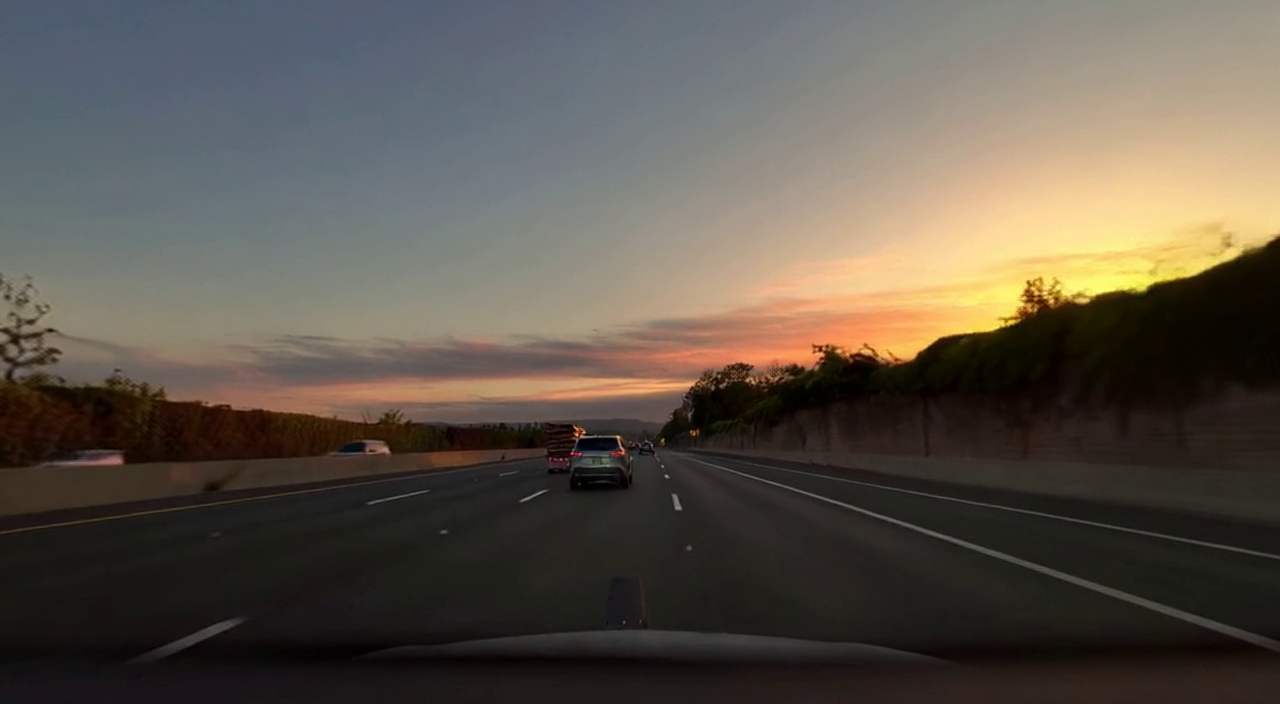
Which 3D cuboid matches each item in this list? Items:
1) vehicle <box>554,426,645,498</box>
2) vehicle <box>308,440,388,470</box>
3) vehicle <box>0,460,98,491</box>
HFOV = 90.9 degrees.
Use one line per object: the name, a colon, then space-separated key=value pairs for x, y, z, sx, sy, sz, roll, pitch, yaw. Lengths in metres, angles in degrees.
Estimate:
vehicle: x=-0.998 y=3.059 z=17.910 sx=2.114 sy=1.787 sz=4.365 roll=-1 pitch=-8 yaw=2
vehicle: x=-17.886 y=6.320 z=39.007 sx=2.144 sy=1.686 sz=5.596 roll=0 pitch=-8 yaw=2
vehicle: x=-32.464 y=6.691 z=34.357 sx=1.738 sy=1.450 sz=4.485 roll=0 pitch=-8 yaw=1
